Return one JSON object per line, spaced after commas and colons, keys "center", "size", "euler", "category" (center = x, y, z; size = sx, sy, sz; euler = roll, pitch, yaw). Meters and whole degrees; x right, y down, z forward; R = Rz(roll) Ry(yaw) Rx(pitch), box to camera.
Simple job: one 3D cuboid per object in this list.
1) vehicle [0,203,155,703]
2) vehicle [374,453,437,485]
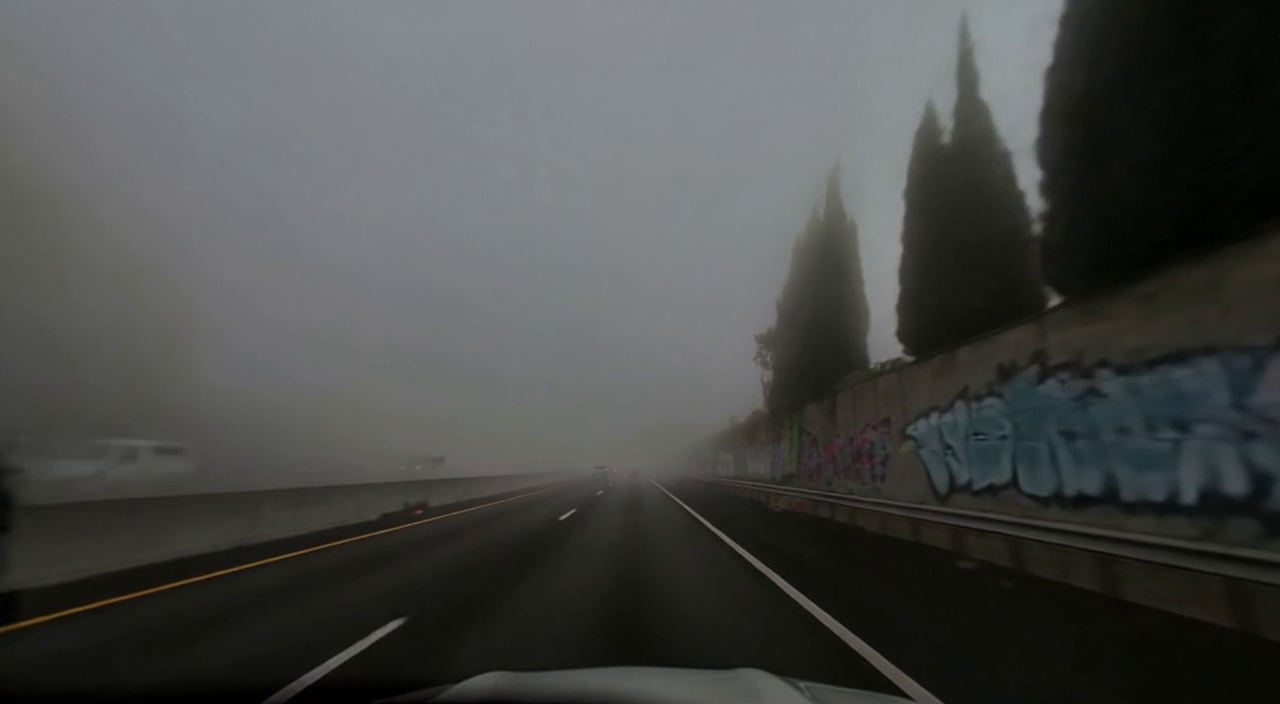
{"center": [-4.254, 0.114, 0.667], "size": [2.597, 2.434, 6.020], "euler": [1, -11, -1], "category": "vehicle"}
{"center": [-13.404, 6.757, 36.306], "size": [1.927, 1.666, 4.412], "euler": [1, -11, 0], "category": "vehicle"}
